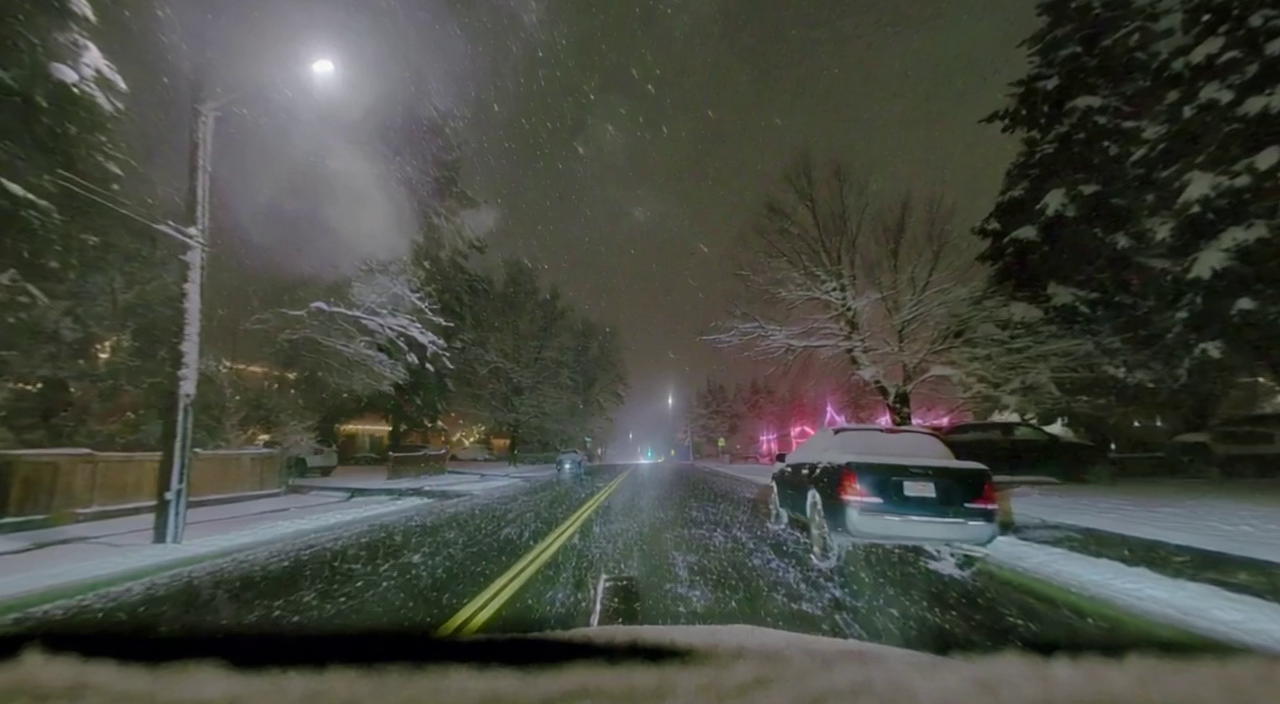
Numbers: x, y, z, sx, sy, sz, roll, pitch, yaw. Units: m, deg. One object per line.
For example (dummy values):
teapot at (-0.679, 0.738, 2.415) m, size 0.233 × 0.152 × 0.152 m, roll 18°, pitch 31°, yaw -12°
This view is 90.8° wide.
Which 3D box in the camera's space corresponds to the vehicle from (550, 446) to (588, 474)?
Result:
vehicle at (-4.946, 7.599, 44.625) m, size 1.924 × 1.765 × 4.542 m, roll -4°, pitch -10°, yaw 3°

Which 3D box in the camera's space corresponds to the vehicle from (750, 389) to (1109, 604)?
vehicle at (2.954, 1.641, 8.212) m, size 2.150 × 1.811 × 5.461 m, roll -1°, pitch -8°, yaw 1°

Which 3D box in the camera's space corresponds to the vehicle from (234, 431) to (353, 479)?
vehicle at (-14.024, 4.145, 25.534) m, size 4.537 × 1.751 × 2.051 m, roll -5°, pitch -10°, yaw 29°

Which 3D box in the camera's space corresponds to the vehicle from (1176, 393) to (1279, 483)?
vehicle at (16.977, 2.249, 15.371) m, size 5.764 × 2.067 × 2.261 m, roll 0°, pitch -9°, yaw 35°

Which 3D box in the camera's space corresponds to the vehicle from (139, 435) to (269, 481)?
vehicle at (-16.224, 3.912, 23.470) m, size 4.526 × 1.539 × 2.120 m, roll -5°, pitch -10°, yaw 30°

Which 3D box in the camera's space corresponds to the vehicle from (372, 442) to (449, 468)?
vehicle at (-14.005, 6.263, 38.409) m, size 4.668 × 1.491 × 1.941 m, roll -6°, pitch -10°, yaw 32°
